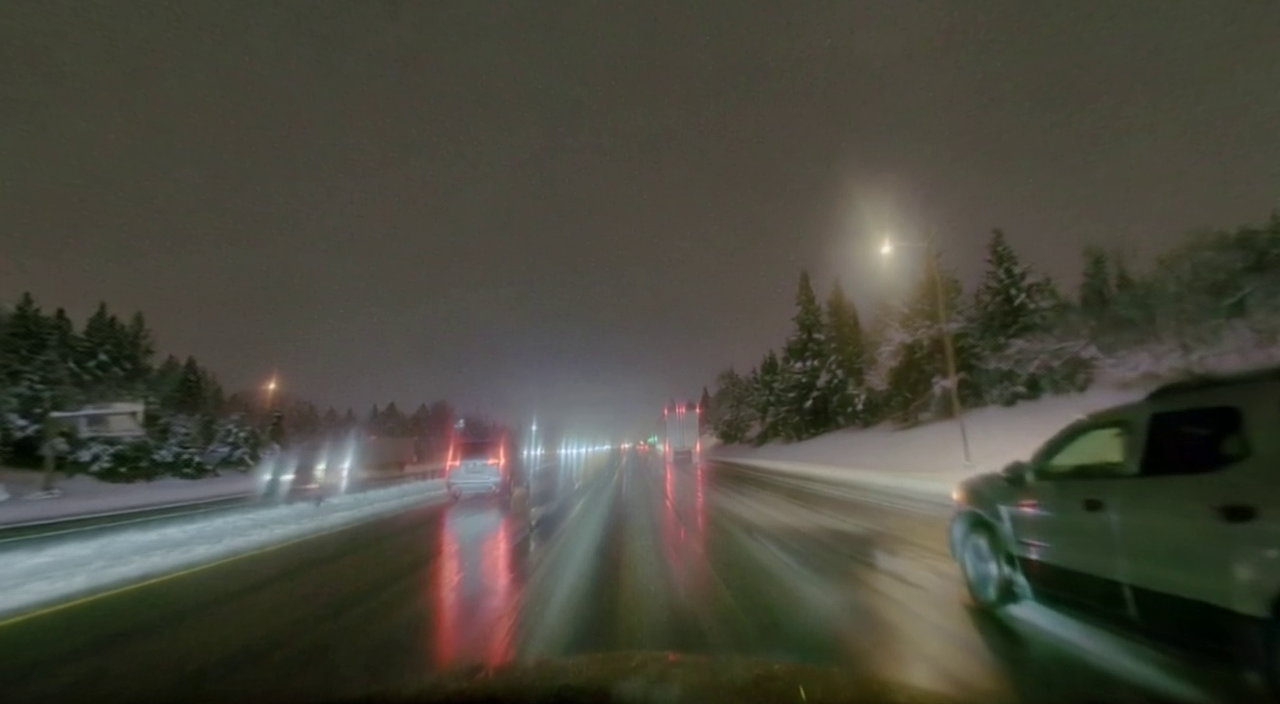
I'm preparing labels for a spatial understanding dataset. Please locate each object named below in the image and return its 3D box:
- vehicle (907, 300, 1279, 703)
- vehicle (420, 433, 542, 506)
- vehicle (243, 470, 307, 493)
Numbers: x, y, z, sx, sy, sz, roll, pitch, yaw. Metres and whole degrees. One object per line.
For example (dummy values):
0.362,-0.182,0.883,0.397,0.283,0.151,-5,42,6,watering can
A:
3.378,0.823,3.154,2.065,1.760,4.488,0,-8,-1,vehicle
-3.881,2.951,16.385,1.903,1.607,4.770,0,-8,0,vehicle
-25.533,9.030,44.369,1.816,1.274,4.395,0,-8,1,vehicle
